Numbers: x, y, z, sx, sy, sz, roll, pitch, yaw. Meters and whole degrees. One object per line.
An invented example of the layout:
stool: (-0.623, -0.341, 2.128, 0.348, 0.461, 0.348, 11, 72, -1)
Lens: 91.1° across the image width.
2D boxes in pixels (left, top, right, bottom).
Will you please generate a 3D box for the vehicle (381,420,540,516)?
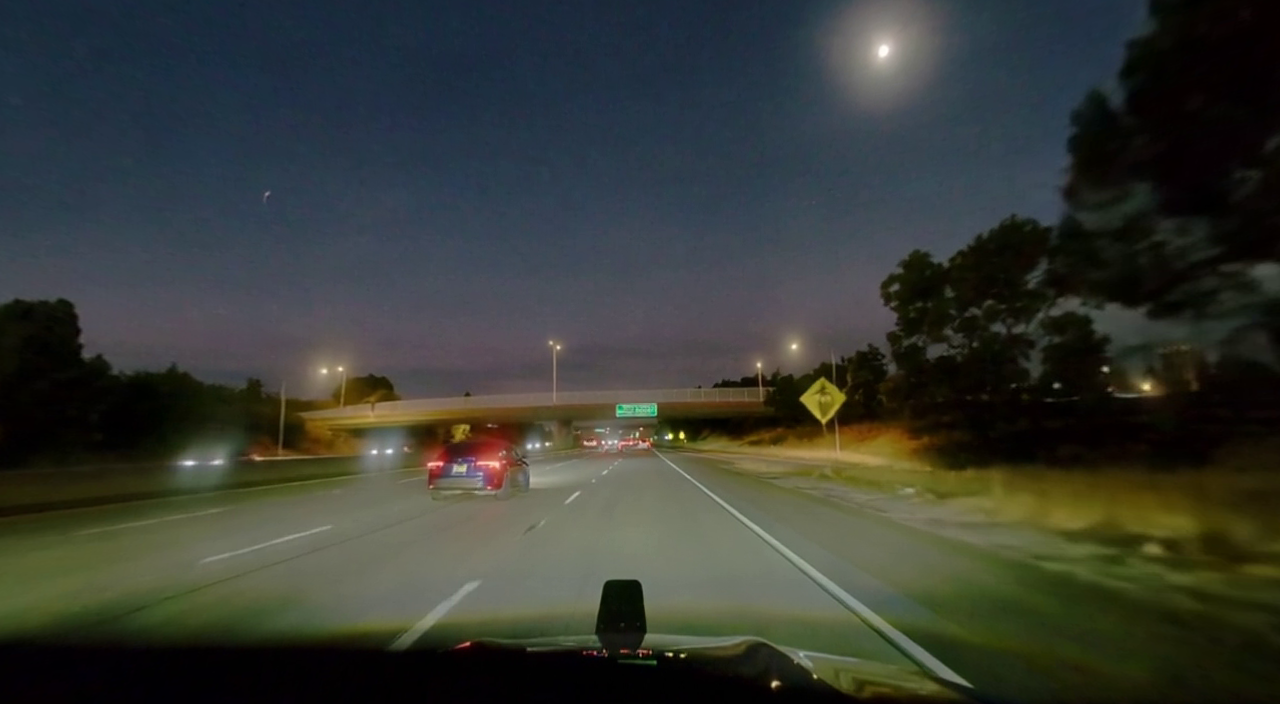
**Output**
vehicle: (-3.588, 2.413, 13.560, 2.048, 1.705, 4.384, 0, -8, 1)

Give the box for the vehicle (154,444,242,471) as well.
vehicle: (-26.527, 6.349, 37.925, 1.889, 1.504, 4.666, 0, -8, 1)
